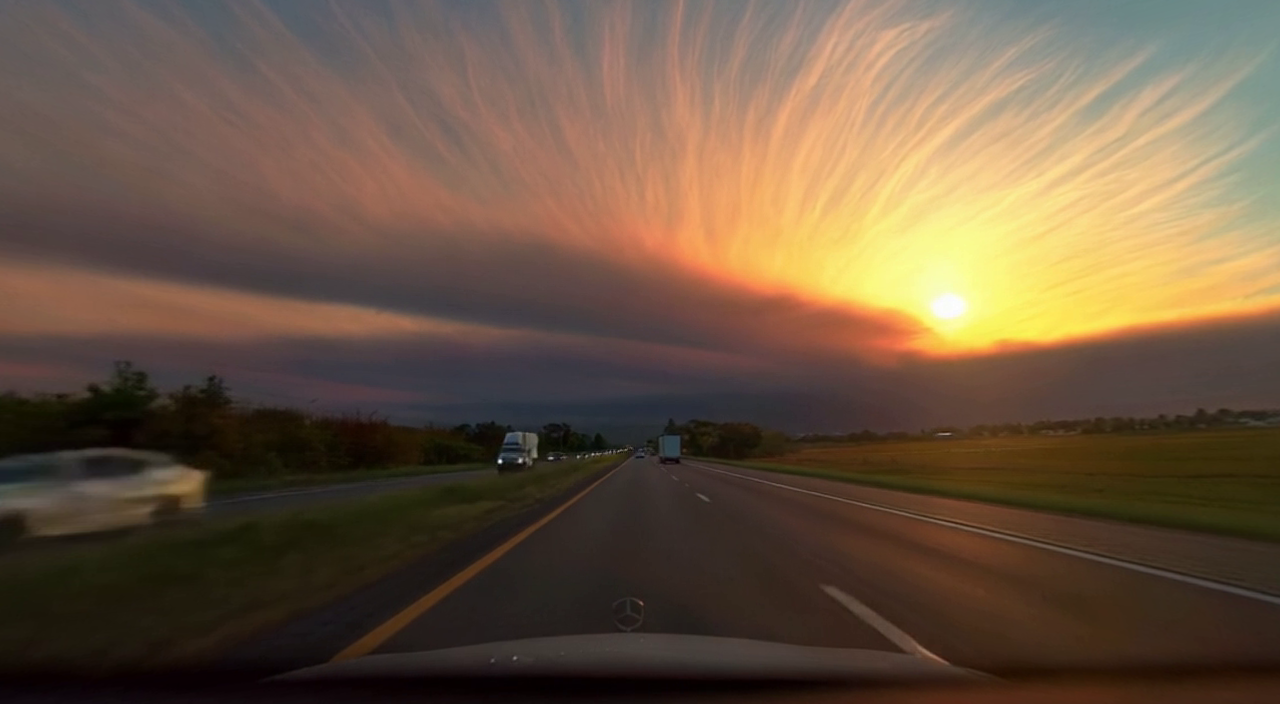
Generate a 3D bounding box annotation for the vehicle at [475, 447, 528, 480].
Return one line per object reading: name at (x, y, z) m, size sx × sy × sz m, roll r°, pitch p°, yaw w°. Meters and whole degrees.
vehicle at (-8.582, 6.948, 39.541) m, size 2.135 × 1.906 × 5.000 m, roll 0°, pitch -9°, yaw 1°

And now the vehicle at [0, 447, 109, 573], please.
vehicle at (-8.705, 1.839, 7.111) m, size 1.858 × 1.512 × 4.033 m, roll 0°, pitch -9°, yaw 0°
